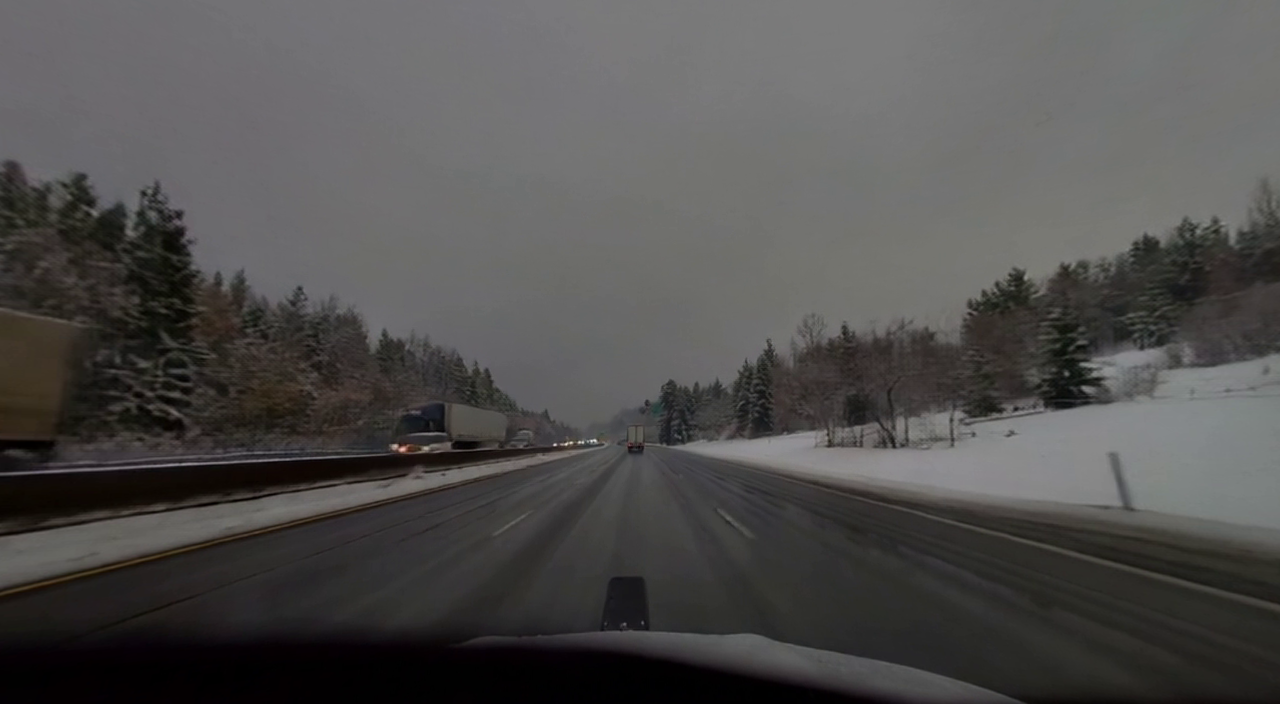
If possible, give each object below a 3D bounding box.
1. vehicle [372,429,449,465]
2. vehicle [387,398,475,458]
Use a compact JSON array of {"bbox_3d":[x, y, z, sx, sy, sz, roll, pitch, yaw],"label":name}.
[{"bbox_3d":[-11.468,4.777,31.806,2.064,1.654,4.828,0,-8,0],"label":"vehicle"},{"bbox_3d":[-15.625,5.922,48.150,3.051,4.038,10.652,0,-8,0],"label":"vehicle"}]
